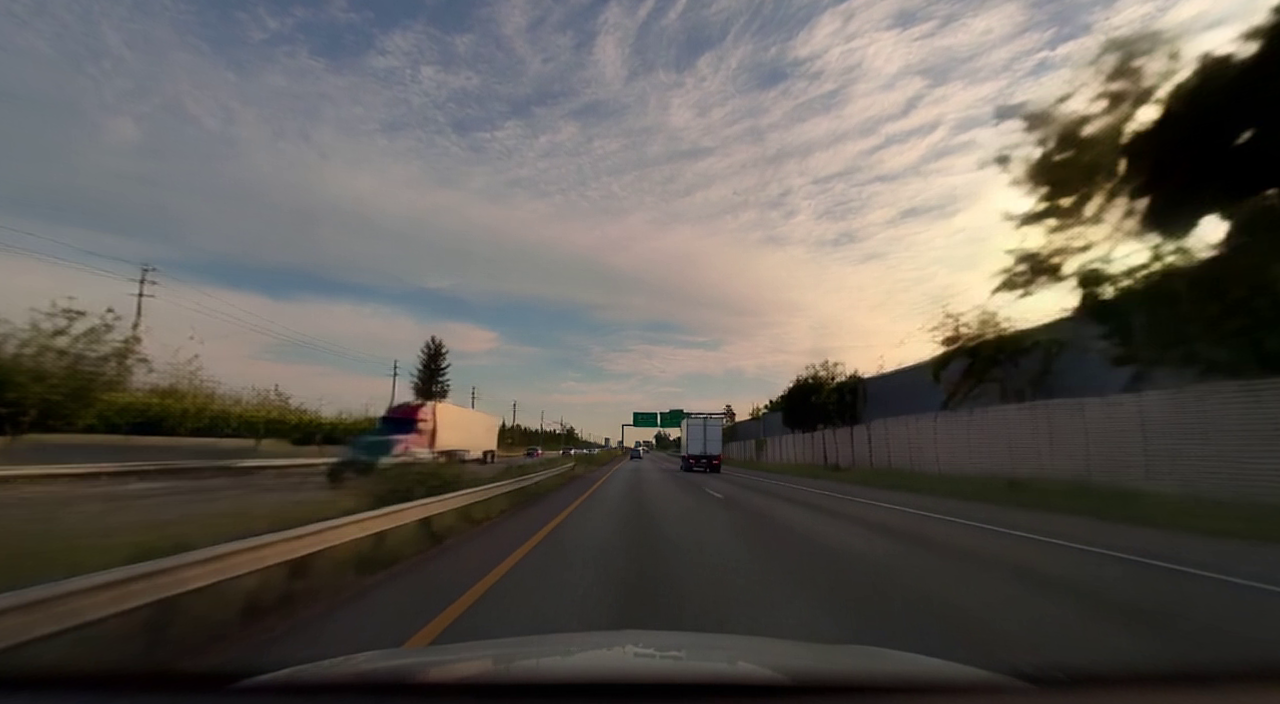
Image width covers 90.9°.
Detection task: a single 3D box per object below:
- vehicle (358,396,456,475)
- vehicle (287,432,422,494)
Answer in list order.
[{"bbox_3d":[-12.594,4.641,34.721,3.039,3.949,5.950,0,-9,-1],"label":"vehicle"},{"bbox_3d":[-8.029,3.146,18.213,1.914,1.557,4.081,0,-9,0],"label":"vehicle"}]
